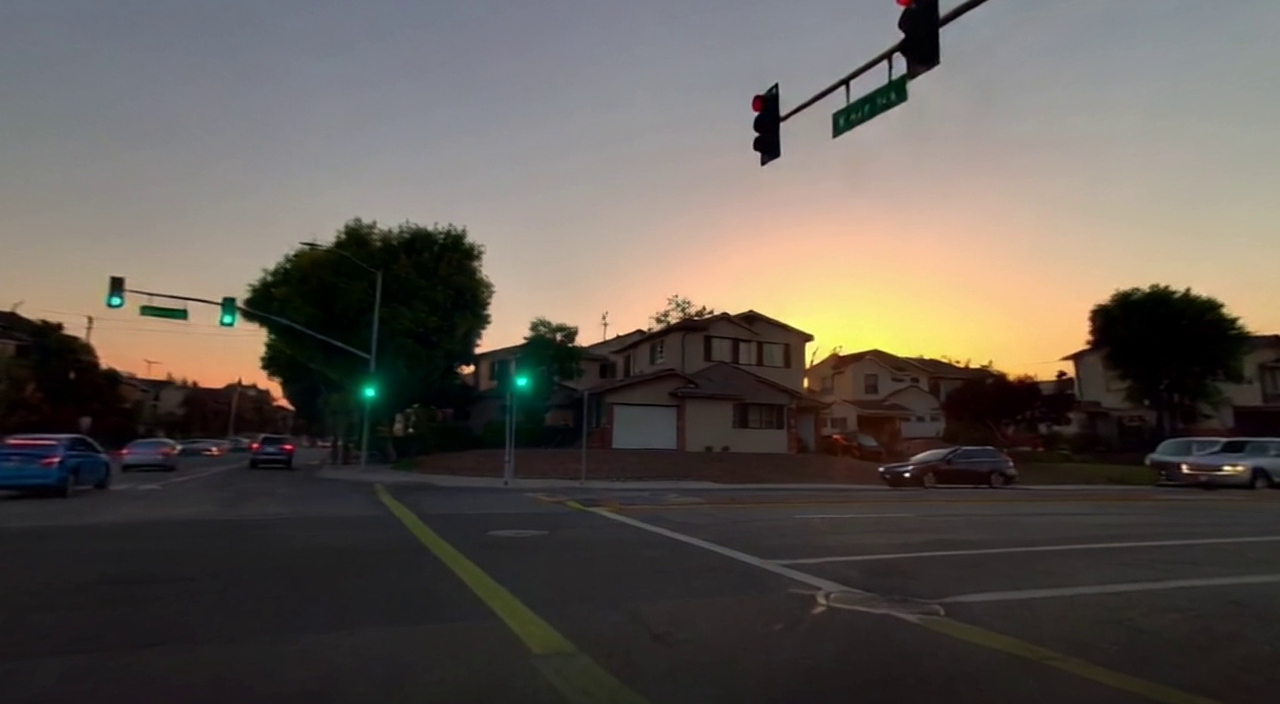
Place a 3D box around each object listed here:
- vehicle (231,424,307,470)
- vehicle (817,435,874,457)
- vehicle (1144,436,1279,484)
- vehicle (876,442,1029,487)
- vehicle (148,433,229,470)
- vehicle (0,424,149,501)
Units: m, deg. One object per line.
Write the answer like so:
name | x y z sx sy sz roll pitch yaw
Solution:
vehicle | -16.815 4.331 28.880 2.396 1.881 4.606 4 -9 -24
vehicle | 14.794 6.775 45.683 1.905 1.483 4.322 0 -8 -13
vehicle | 22.895 4.178 24.678 5.372 1.714 1.966 2 -9 -13
vehicle | 10.574 3.797 21.539 4.353 1.431 1.876 2 -9 -11
vehicle | -19.630 4.333 27.693 1.934 1.459 4.368 4 -9 -23
vehicle | -13.303 2.479 14.548 1.977 1.488 4.741 4 -9 -24
